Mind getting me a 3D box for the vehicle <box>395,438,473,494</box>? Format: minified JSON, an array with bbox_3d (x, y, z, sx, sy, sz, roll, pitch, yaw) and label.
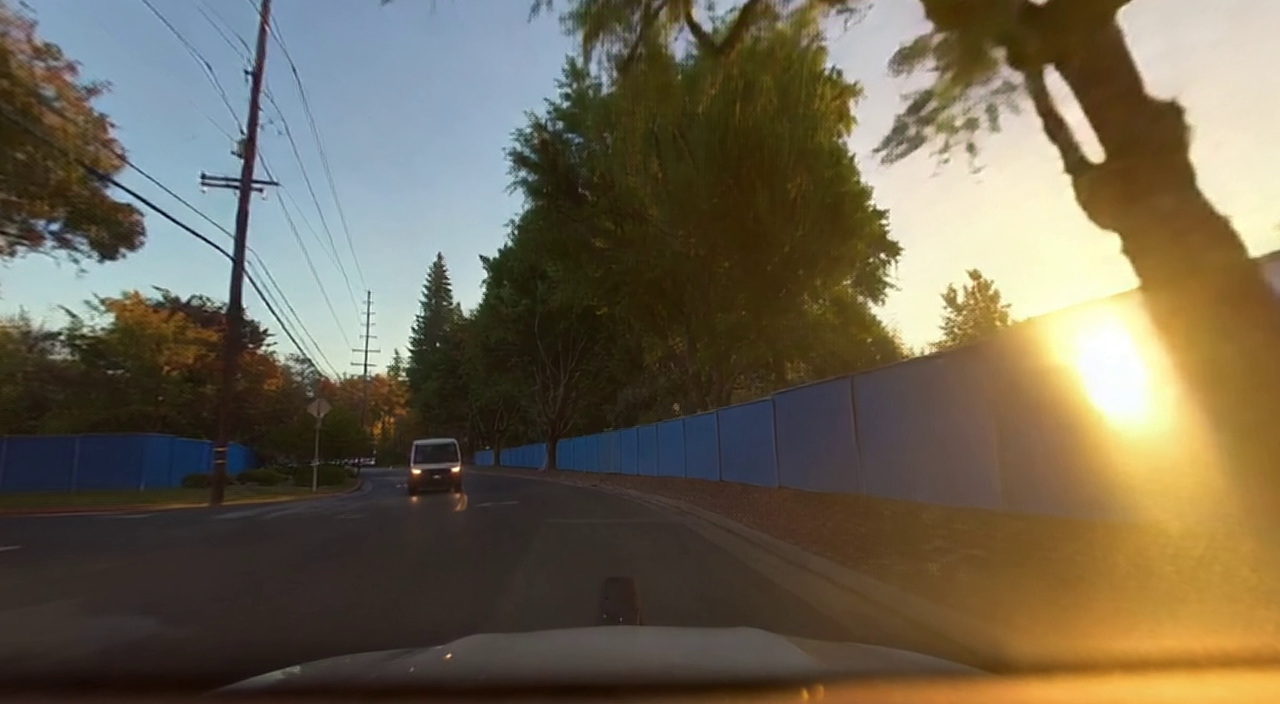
[{"bbox_3d":[-7.671,4.273,24.007,2.185,1.901,4.177,1,-9,-10],"label":"vehicle"}]
